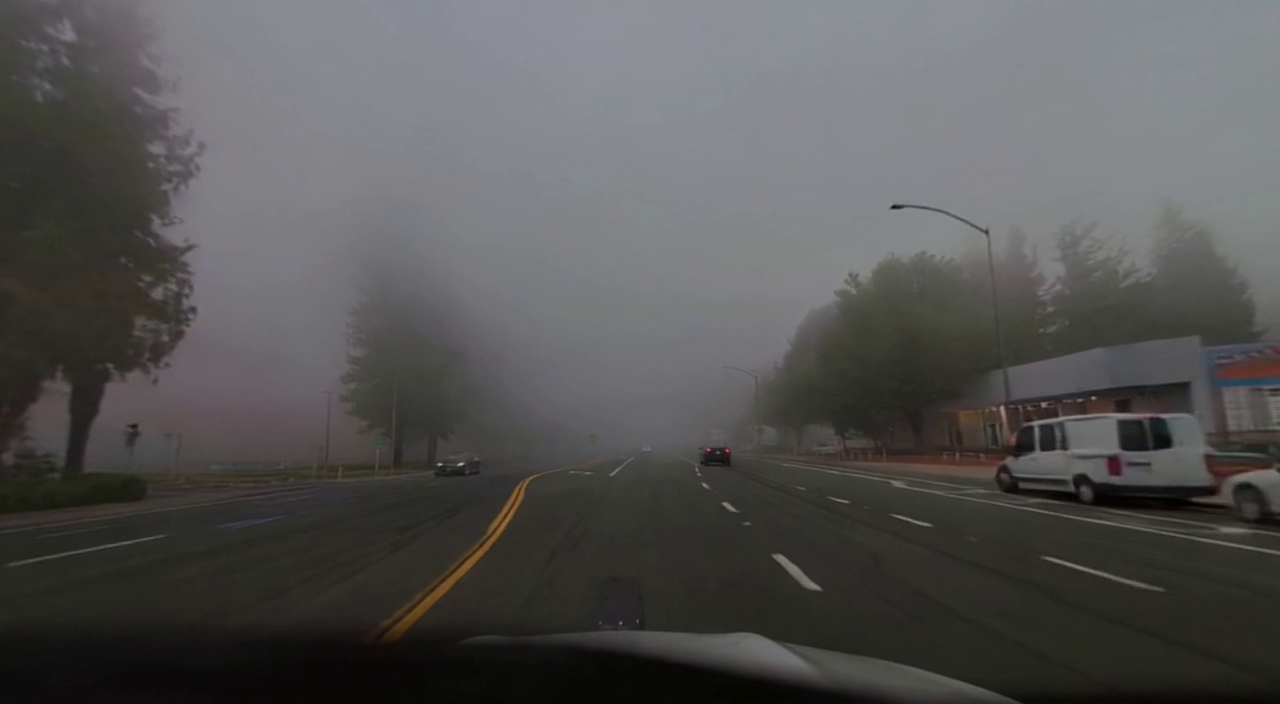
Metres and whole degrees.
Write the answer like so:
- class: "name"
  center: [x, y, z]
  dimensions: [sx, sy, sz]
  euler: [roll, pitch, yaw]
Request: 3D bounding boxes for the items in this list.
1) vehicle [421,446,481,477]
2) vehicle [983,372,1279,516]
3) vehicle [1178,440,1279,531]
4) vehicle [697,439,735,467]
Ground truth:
- class: "vehicle"
  center: [-10.600, 6.165, 35.811]
  dimensions: [1.994, 1.657, 4.510]
  euler: [0, -9, 1]
- class: "vehicle"
  center: [11.057, 2.187, 15.016]
  dimensions: [2.507, 2.745, 5.779]
  euler: [0, -9, 1]
- class: "vehicle"
  center: [10.960, 2.007, 9.308]
  dimensions: [1.857, 1.411, 4.859]
  euler: [0, -9, 1]
- class: "vehicle"
  center: [4.746, 6.383, 39.904]
  dimensions: [1.957, 1.643, 4.226]
  euler: [0, -9, 1]
